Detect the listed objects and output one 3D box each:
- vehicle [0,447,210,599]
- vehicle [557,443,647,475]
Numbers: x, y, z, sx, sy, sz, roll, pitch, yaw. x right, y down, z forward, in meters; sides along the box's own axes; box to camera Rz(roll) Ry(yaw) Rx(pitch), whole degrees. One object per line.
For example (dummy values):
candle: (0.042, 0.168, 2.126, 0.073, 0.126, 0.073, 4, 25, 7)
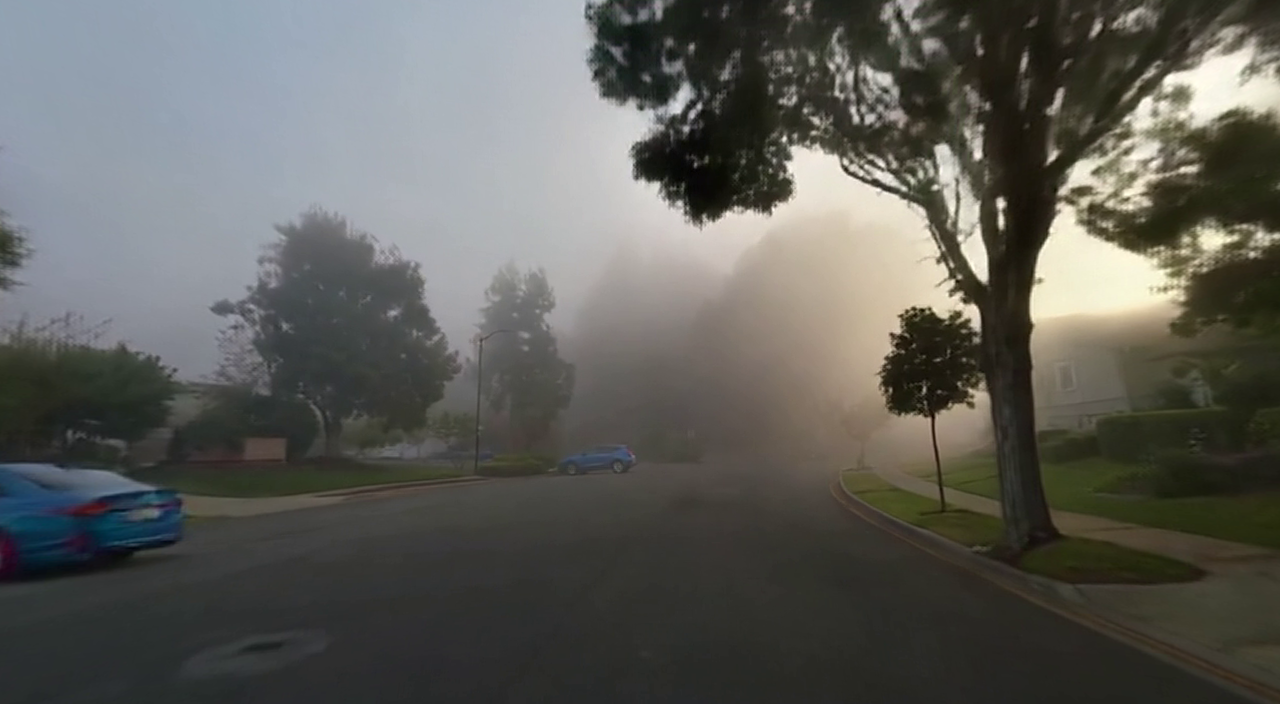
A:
vehicle: (-8.004, 1.852, 7.328, 4.653, 1.480, 1.871, 0, -9, 2)
vehicle: (-2.089, 5.956, 35.286, 4.692, 1.660, 1.879, -2, -9, 13)
